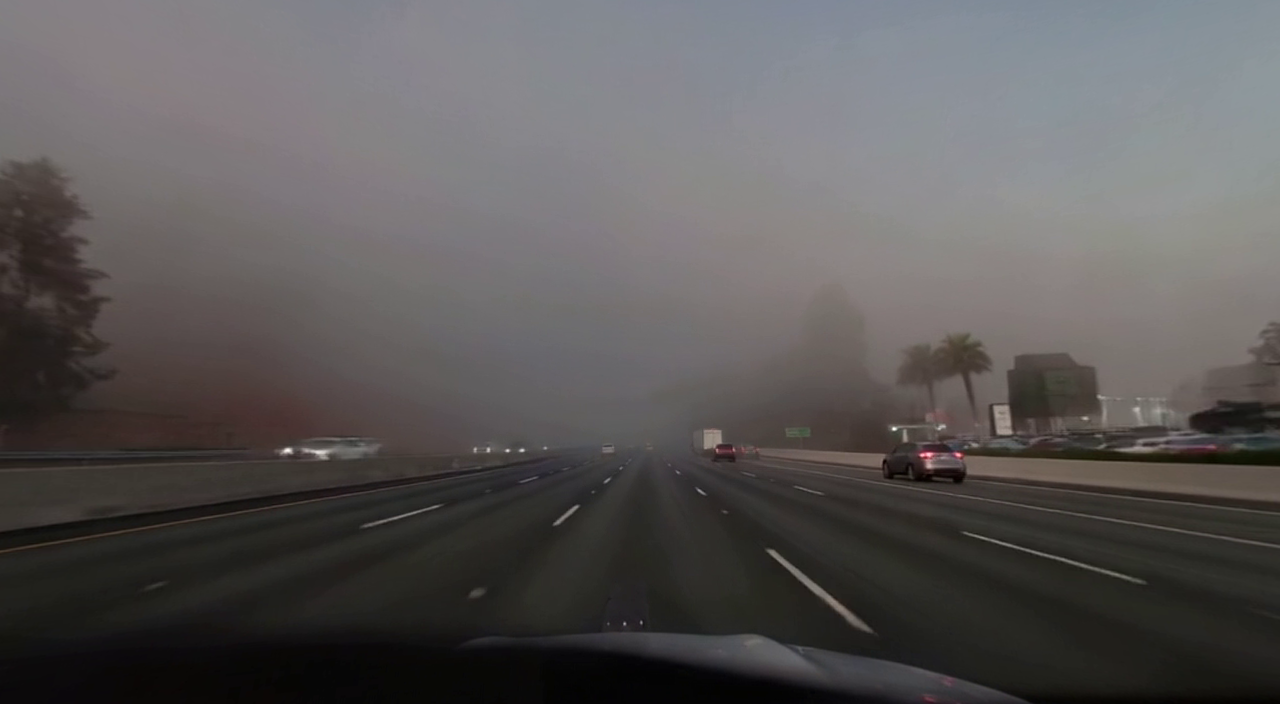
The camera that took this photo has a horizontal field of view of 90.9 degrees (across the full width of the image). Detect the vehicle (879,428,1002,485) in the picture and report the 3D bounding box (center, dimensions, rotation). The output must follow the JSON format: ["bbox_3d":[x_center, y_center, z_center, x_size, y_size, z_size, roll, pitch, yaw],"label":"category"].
[{"bbox_3d":[10.859,3.809,23.267,2.168,1.861,4.678,0,-8,0],"label":"vehicle"}]

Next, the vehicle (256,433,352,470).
[{"bbox_3d":[-15.897,4.726,30.192,1.955,1.600,4.683,0,-8,1],"label":"vehicle"}]
